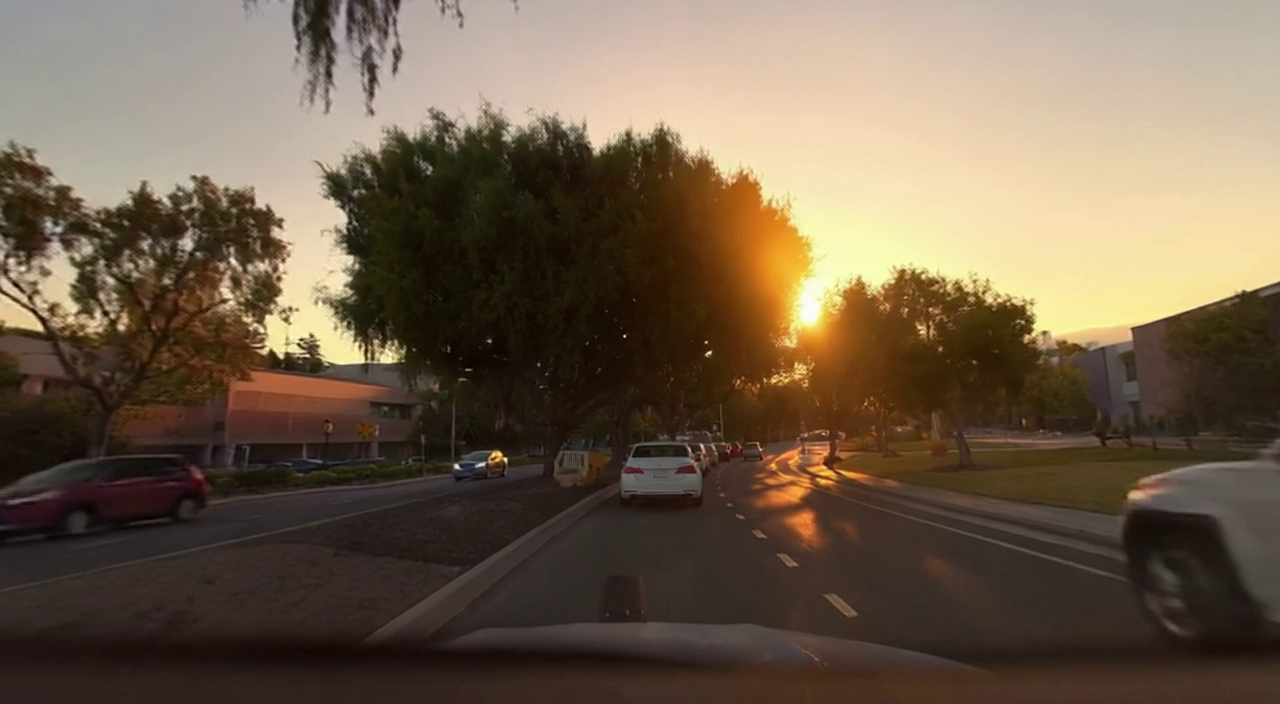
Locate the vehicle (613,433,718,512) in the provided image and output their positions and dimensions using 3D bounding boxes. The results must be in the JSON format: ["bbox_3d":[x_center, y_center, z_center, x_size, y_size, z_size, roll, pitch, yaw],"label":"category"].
[{"bbox_3d":[0.676,2.780,15.059,2.154,1.585,3.997,-1,-8,5],"label":"vehicle"}]

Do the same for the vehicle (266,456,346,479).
[{"bbox_3d":[-25.026,8.676,47.342,4.951,1.618,1.952,-1,-8,6],"label":"vehicle"}]

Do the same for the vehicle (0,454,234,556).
[{"bbox_3d":[-10.352,2.765,12.155,1.909,1.468,4.597,-1,-8,1],"label":"vehicle"}]

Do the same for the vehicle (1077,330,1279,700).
[{"bbox_3d":[4.141,0.619,1.831,1.953,1.818,5.299,0,-8,0],"label":"vehicle"}]

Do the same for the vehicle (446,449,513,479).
[{"bbox_3d":[-8.913,6.257,35.464,2.027,1.511,4.711,-2,-8,8],"label":"vehicle"}]

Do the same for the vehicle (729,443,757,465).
[{"bbox_3d":[7.711,7.646,47.440,1.984,1.507,4.359,-2,-8,8],"label":"vehicle"}]
